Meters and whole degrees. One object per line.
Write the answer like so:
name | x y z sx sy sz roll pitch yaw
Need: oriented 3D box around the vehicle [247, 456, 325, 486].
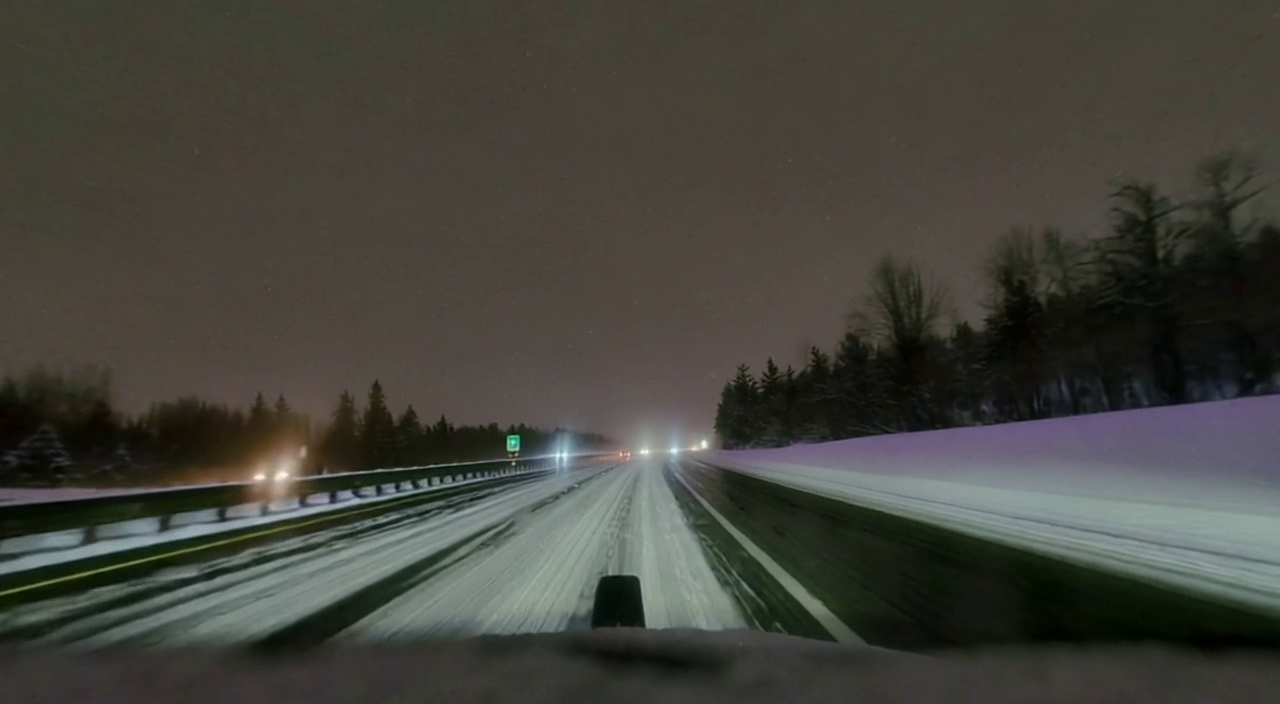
vehicle | -23.382 7.872 41.650 2.078 1.798 4.928 -1 -9 3
